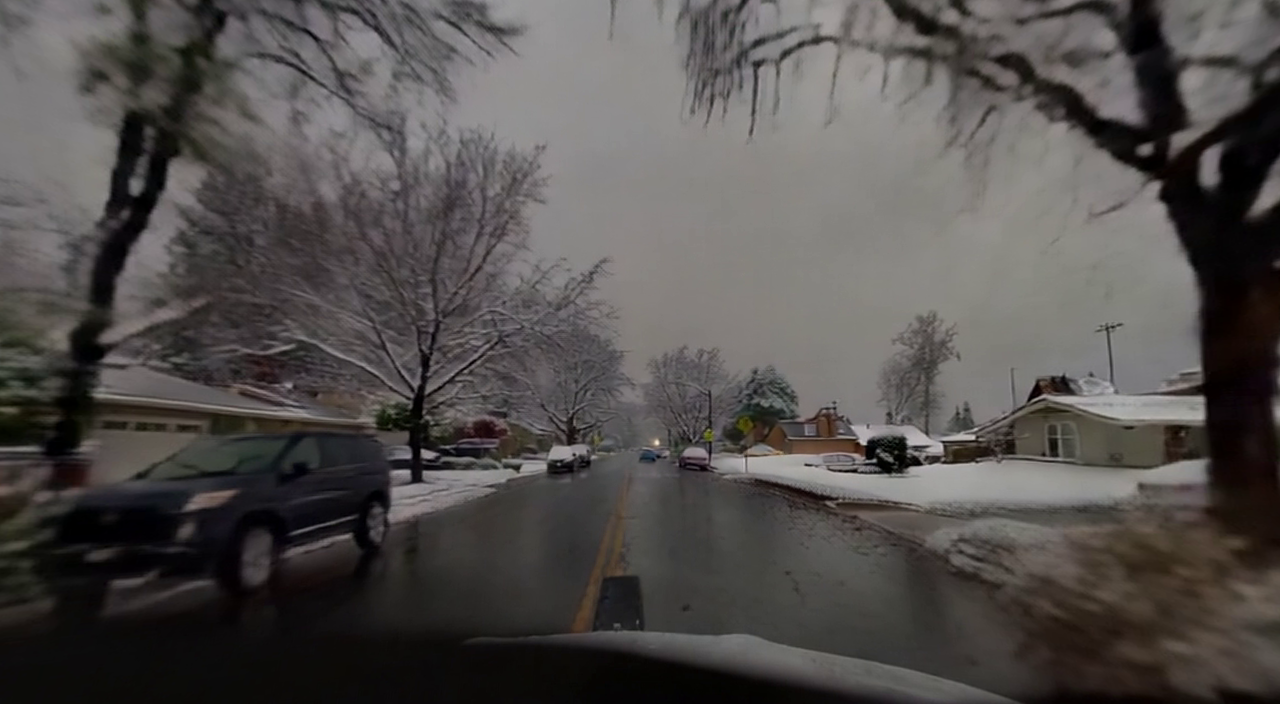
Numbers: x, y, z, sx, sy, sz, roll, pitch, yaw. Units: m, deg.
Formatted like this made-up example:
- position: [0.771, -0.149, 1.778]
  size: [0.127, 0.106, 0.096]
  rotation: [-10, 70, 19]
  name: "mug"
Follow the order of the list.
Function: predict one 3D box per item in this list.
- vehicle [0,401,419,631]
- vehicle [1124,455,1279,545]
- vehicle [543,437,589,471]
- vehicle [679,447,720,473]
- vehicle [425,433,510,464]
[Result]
- position: [-4.508, 1.680, 7.525]
  size: [2.093, 1.810, 4.555]
  rotation: [-2, -8, 1]
  name: "vehicle"
- position: [12.192, 2.953, 13.221]
  size: [4.242, 1.503, 1.922]
  rotation: [6, -10, -34]
  name: "vehicle"
- position: [-4.562, 6.472, 39.725]
  size: [2.155, 1.907, 5.100]
  rotation: [-3, -11, 1]
  name: "vehicle"
- position: [3.783, 6.919, 40.848]
  size: [2.047, 1.532, 4.350]
  rotation: [0, -8, -2]
  name: "vehicle"
- position: [-11.937, 6.717, 43.982]
  size: [5.234, 2.076, 2.197]
  rotation: [0, -8, 2]
  name: "vehicle"
